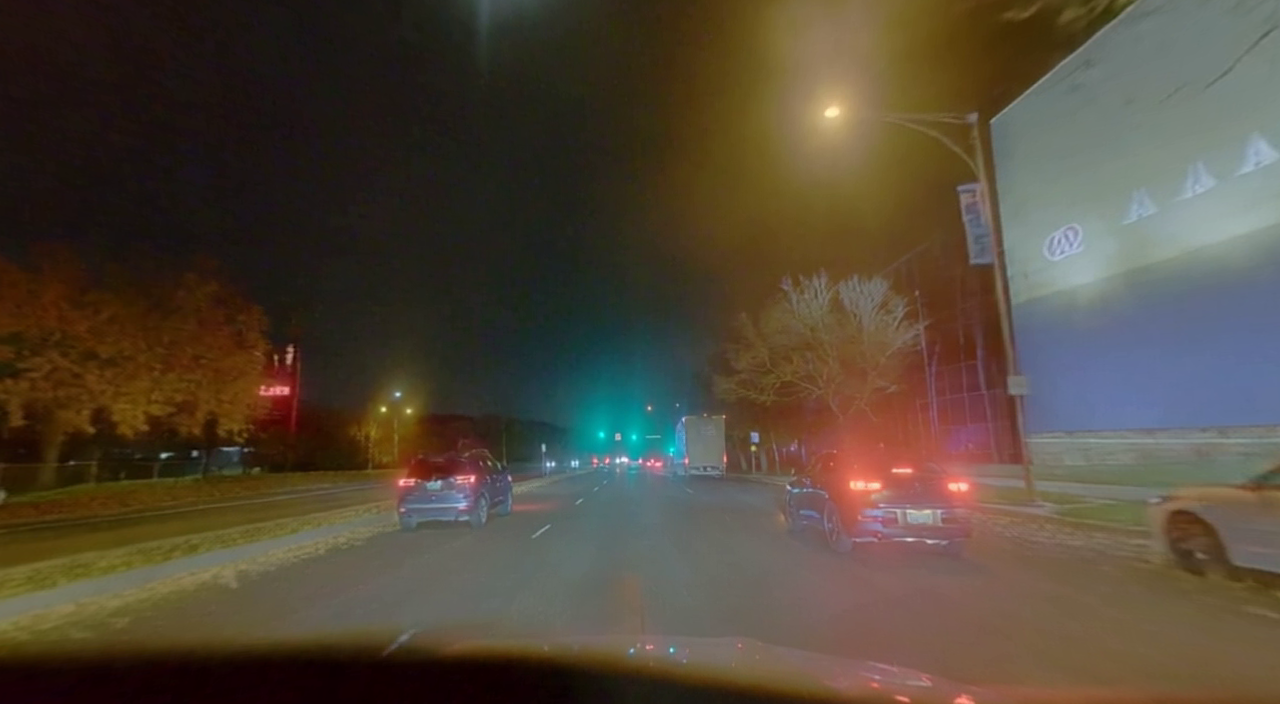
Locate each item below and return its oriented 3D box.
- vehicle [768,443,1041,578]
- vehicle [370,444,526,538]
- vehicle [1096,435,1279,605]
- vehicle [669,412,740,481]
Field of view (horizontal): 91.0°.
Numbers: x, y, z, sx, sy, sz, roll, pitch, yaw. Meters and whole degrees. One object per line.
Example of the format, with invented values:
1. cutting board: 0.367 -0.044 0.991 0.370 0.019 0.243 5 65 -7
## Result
1. vehicle: 3.402 2.109 9.415 1.915 1.449 4.970 0 -9 0
2. vehicle: -3.635 2.677 12.856 1.751 1.540 4.481 -1 -9 1
3. vehicle: 7.093 1.558 5.792 2.035 1.595 4.984 0 -8 0
4. vehicle: 3.767 5.940 39.724 3.003 3.680 10.684 0 -9 -2
